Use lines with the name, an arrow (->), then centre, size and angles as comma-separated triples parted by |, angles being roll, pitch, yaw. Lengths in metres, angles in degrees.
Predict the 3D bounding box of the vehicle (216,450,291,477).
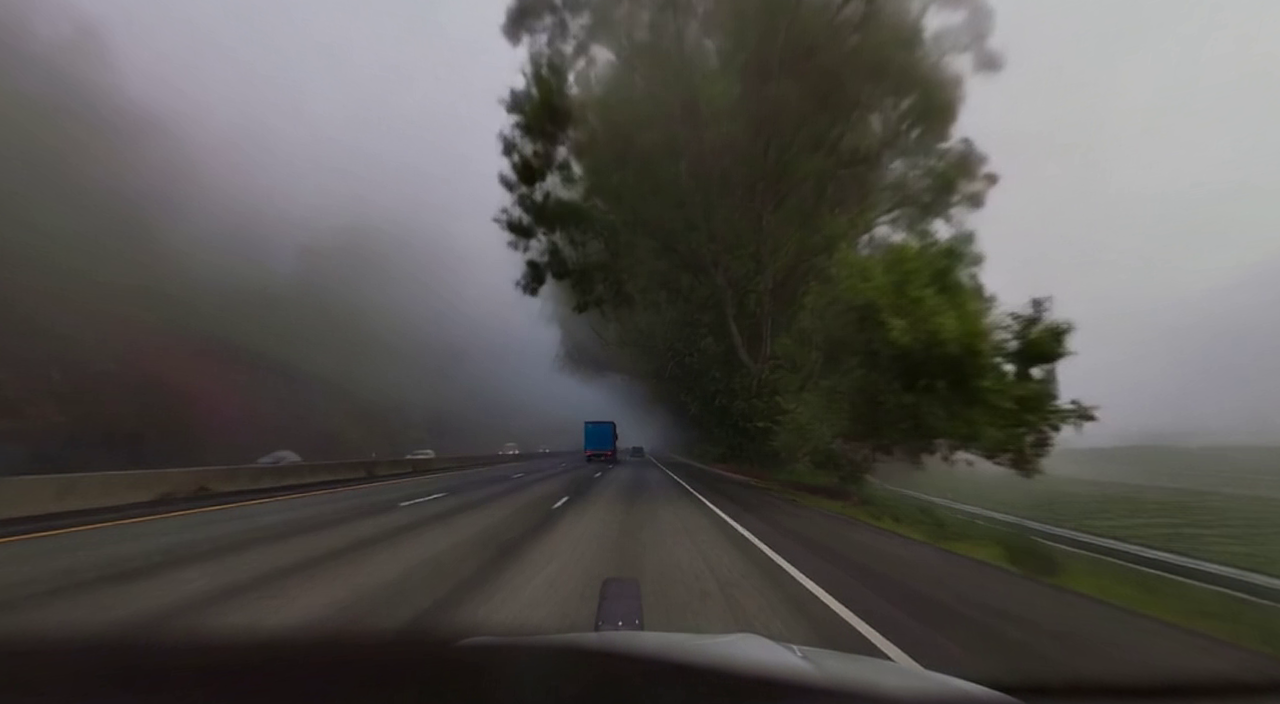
vehicle -> -25.128, 7.252, 41.250 | 2.032, 1.617, 4.561 | 0, -9, 0
